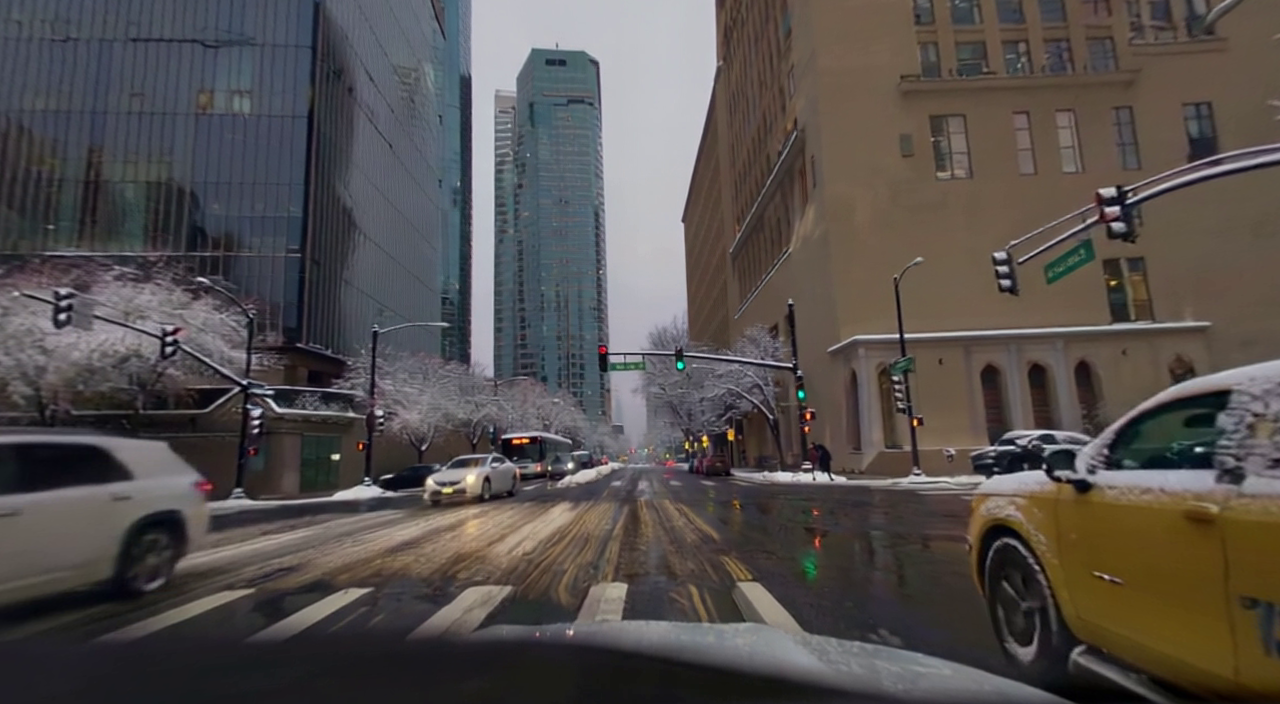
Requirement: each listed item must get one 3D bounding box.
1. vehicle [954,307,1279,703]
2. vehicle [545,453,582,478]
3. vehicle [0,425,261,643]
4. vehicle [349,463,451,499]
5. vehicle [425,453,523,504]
[{"bbox_3d":[3.278,0.714,1.756,2.118,1.848,5.426,0,-8,2],"label":"vehicle"},{"bbox_3d":[-5.357,8.022,44.635,1.997,1.610,4.144,0,-8,2],"label":"vehicle"},{"bbox_3d":[-6.047,1.584,5.980,1.990,1.710,4.507,0,-8,1],"label":"vehicle"},{"bbox_3d":[-11.784,6.342,31.328,2.051,1.468,4.635,-3,-9,22],"label":"vehicle"},{"bbox_3d":[-5.478,4.222,21.519,1.956,1.457,4.958,0,-8,1],"label":"vehicle"}]
